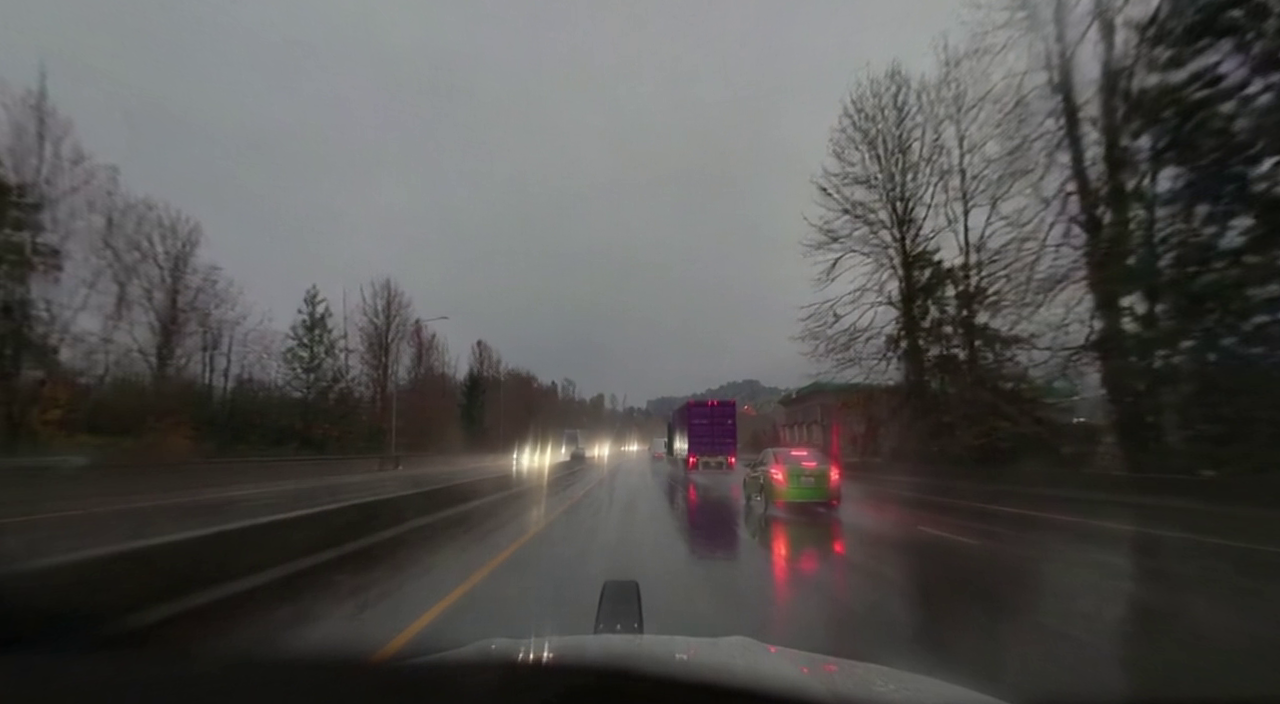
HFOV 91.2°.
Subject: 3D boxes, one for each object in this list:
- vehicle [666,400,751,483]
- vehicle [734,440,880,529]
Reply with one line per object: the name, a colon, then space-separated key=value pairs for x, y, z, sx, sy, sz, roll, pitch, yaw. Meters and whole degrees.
vehicle: x=3.252 y=4.986 z=34.455 sx=2.916 sy=3.563 sz=14.462 roll=-1 pitch=-9 yaw=-1
vehicle: x=3.307 y=2.700 z=13.271 sx=1.971 sy=1.558 sz=3.834 roll=-1 pitch=-9 yaw=-1
